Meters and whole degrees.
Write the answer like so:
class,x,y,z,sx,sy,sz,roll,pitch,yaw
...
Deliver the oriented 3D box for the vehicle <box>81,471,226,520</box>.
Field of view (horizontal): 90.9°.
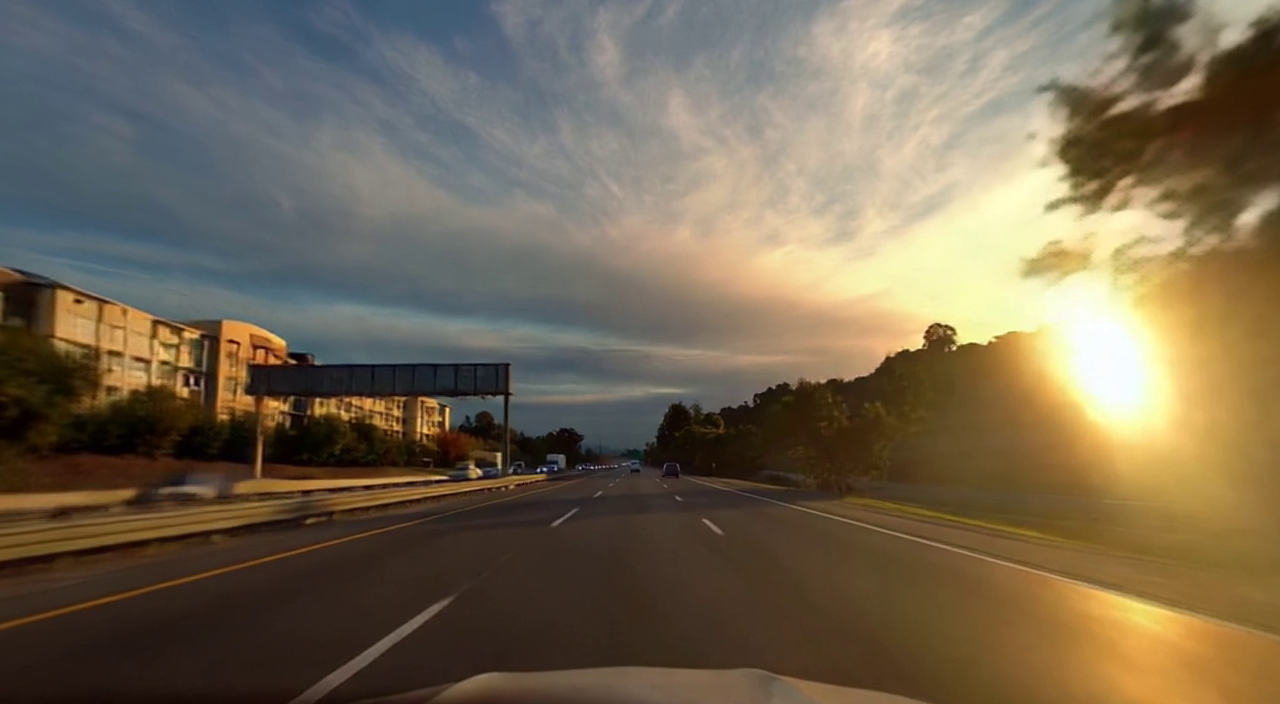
class,x,y,z,sx,sy,sz,roll,pitch,yaw
vehicle,-16.007,4.704,21.010,1.878,1.427,3.636,1,-11,0
